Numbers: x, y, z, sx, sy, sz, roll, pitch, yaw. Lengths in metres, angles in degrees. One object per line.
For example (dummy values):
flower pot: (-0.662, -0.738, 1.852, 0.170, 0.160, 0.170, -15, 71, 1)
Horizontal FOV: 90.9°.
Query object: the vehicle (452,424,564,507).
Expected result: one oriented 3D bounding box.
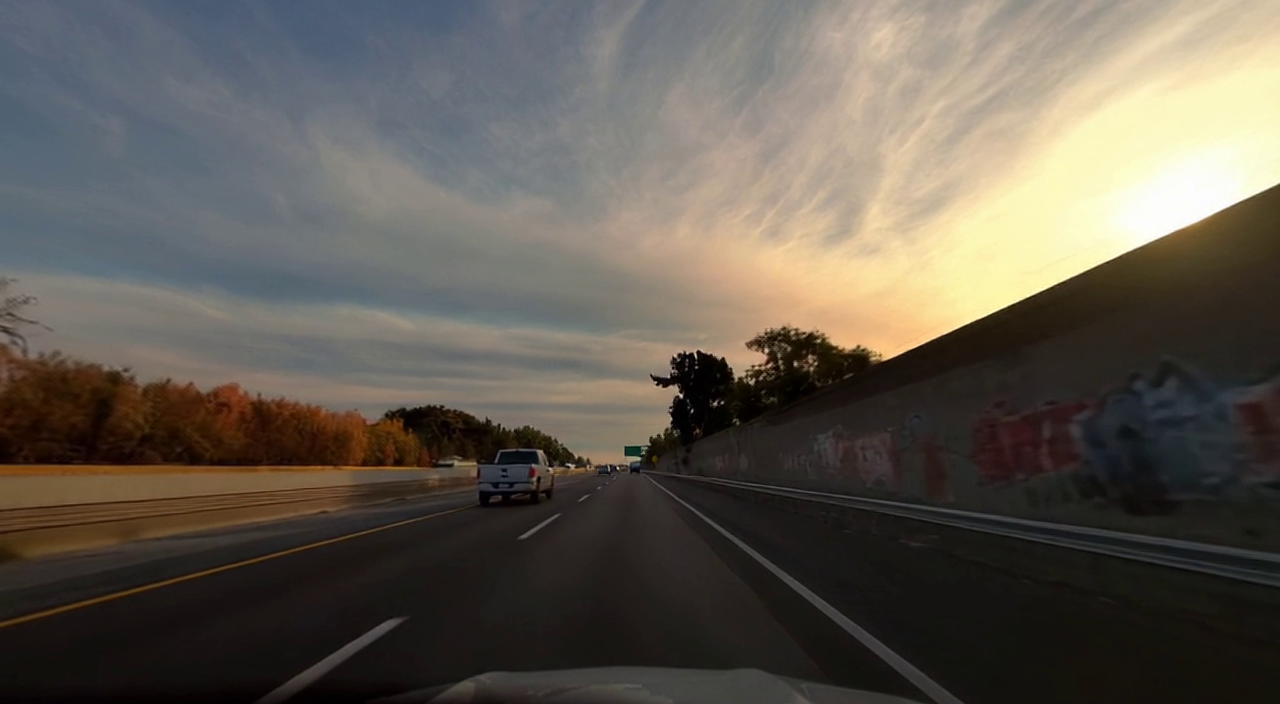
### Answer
vehicle: (-4.321, 3.952, 21.965, 2.597, 2.434, 6.020, 1, -11, 0)
